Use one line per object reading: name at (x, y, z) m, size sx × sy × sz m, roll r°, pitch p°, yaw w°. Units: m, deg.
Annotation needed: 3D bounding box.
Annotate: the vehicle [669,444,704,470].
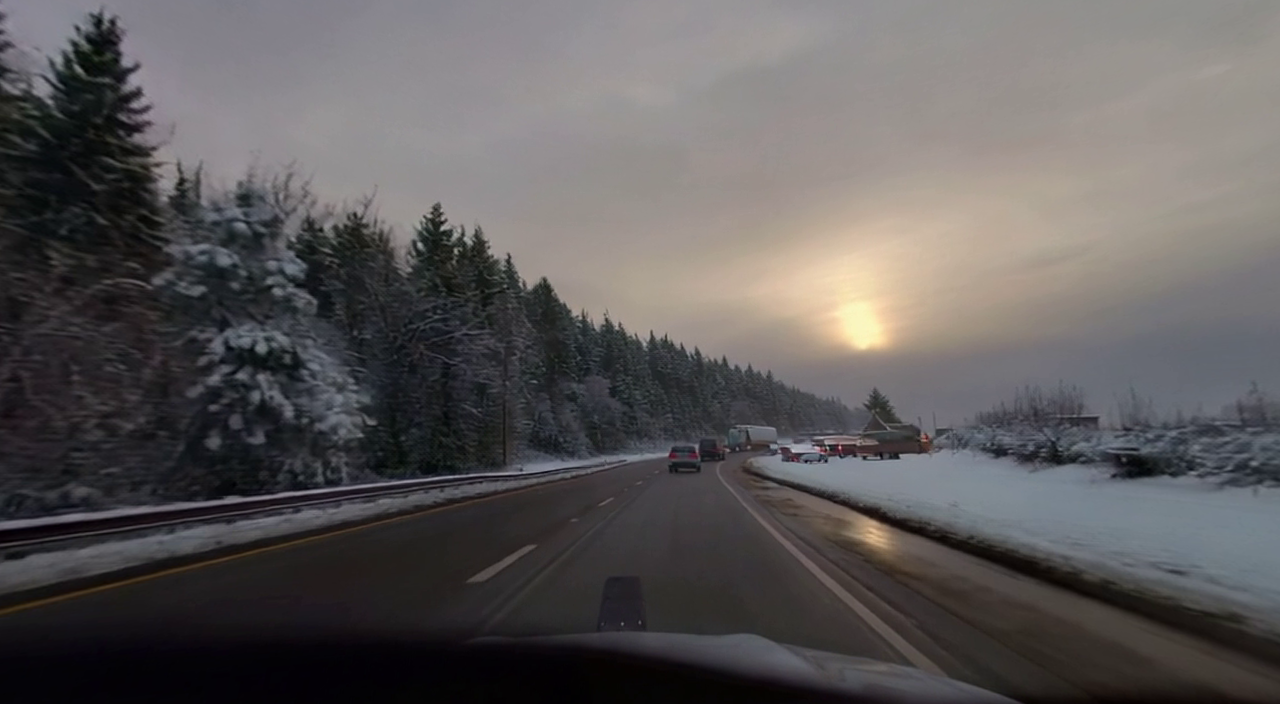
vehicle at (3.241, 7.233, 43.379) m, size 2.221 × 1.674 × 4.325 m, roll -1°, pitch -9°, yaw 6°
